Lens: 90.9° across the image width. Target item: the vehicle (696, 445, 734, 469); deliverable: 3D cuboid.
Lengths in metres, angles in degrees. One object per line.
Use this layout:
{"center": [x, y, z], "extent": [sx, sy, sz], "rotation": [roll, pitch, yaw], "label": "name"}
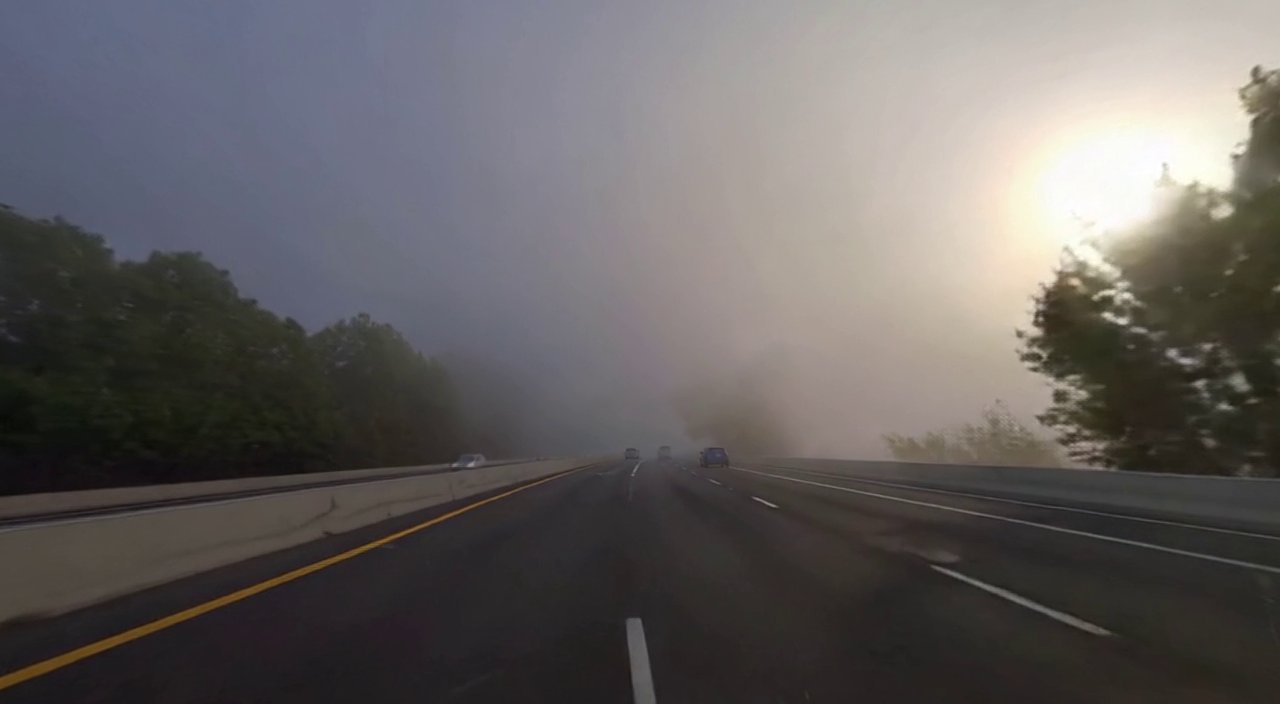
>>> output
{"center": [5.231, 7.375, 44.498], "extent": [2.175, 1.574, 3.943], "rotation": [0, -9, -1], "label": "vehicle"}
